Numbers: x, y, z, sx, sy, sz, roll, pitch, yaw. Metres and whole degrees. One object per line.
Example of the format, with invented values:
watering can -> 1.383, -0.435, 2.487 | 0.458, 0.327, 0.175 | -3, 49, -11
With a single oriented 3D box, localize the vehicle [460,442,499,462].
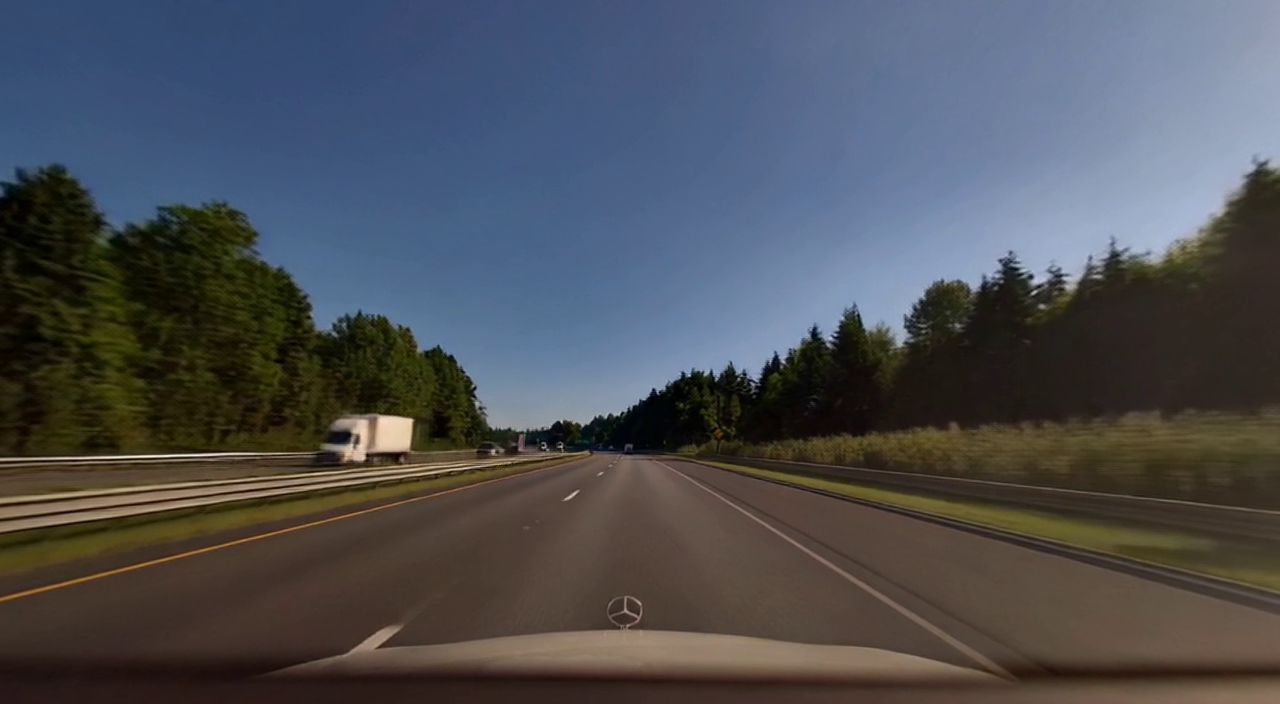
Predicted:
vehicle -> -12.527, 7.834, 49.419 | 2.041, 1.513, 4.136 | 0, -9, -1

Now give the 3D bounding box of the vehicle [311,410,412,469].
vehicle -> -16.547, 5.361, 38.099 | 2.773, 3.188, 7.170 | 0, -9, 0
